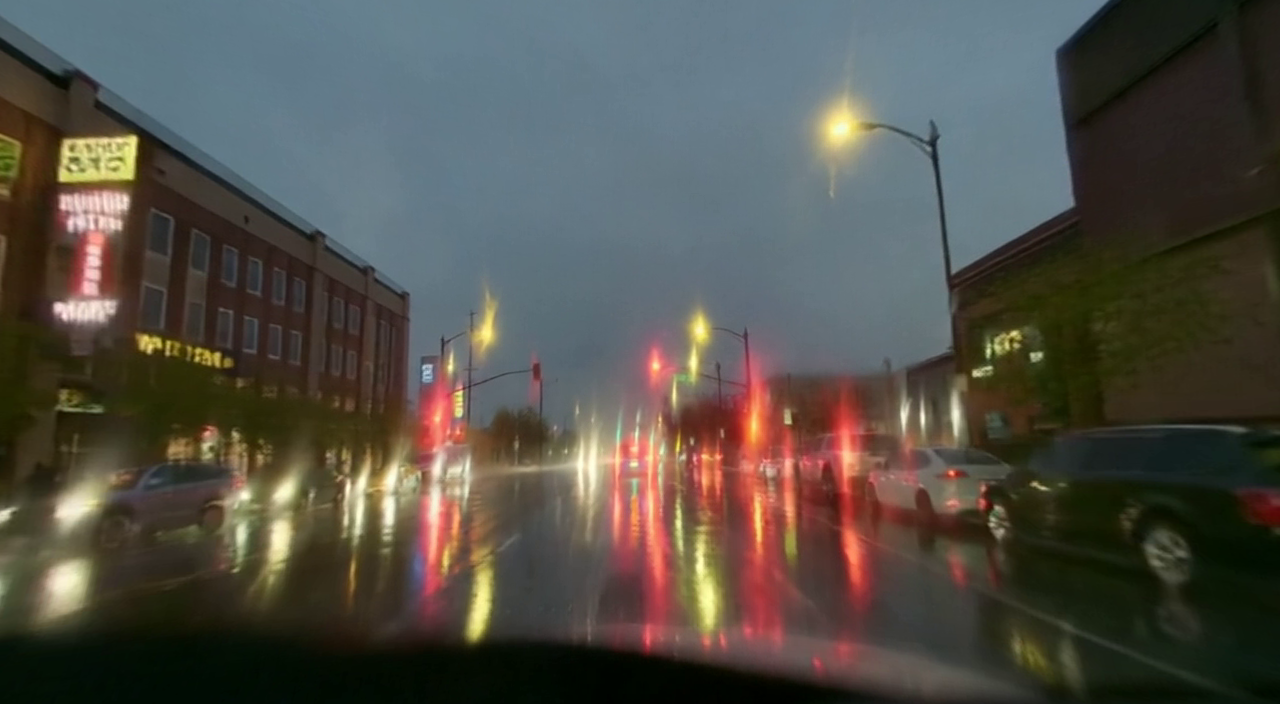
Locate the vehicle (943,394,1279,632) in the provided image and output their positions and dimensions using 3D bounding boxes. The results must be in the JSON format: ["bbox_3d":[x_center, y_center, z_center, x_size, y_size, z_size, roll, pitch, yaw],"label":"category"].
[{"bbox_3d":[5.853,1.593,7.293,1.957,1.806,5.369,0,-8,-1],"label":"vehicle"}]

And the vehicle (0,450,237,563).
[{"bbox_3d":[-11.362,3.240,14.066,1.872,1.731,4.656,-4,-6,-2],"label":"vehicle"}]

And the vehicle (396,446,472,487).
[{"bbox_3d":[-11.306,6.288,35.186,2.240,2.052,5.872,0,-8,0],"label":"vehicle"}]

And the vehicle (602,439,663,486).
[{"bbox_3d":[-0.281,4.120,23.838,2.086,1.575,4.205,0,-8,0],"label":"vehicle"}]

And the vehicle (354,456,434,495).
[{"bbox_3d":[-11.134,5.585,28.956,1.868,1.502,4.626,0,-8,-1],"label":"vehicle"}]

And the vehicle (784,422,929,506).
[{"bbox_3d":[5.741,3.035,17.595,2.201,1.972,4.845,0,-8,-1],"label":"vehicle"}]

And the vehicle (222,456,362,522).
[{"bbox_3d":[-11.147,4.349,20.656,1.920,1.498,4.591,-5,-6,2],"label":"vehicle"}]
